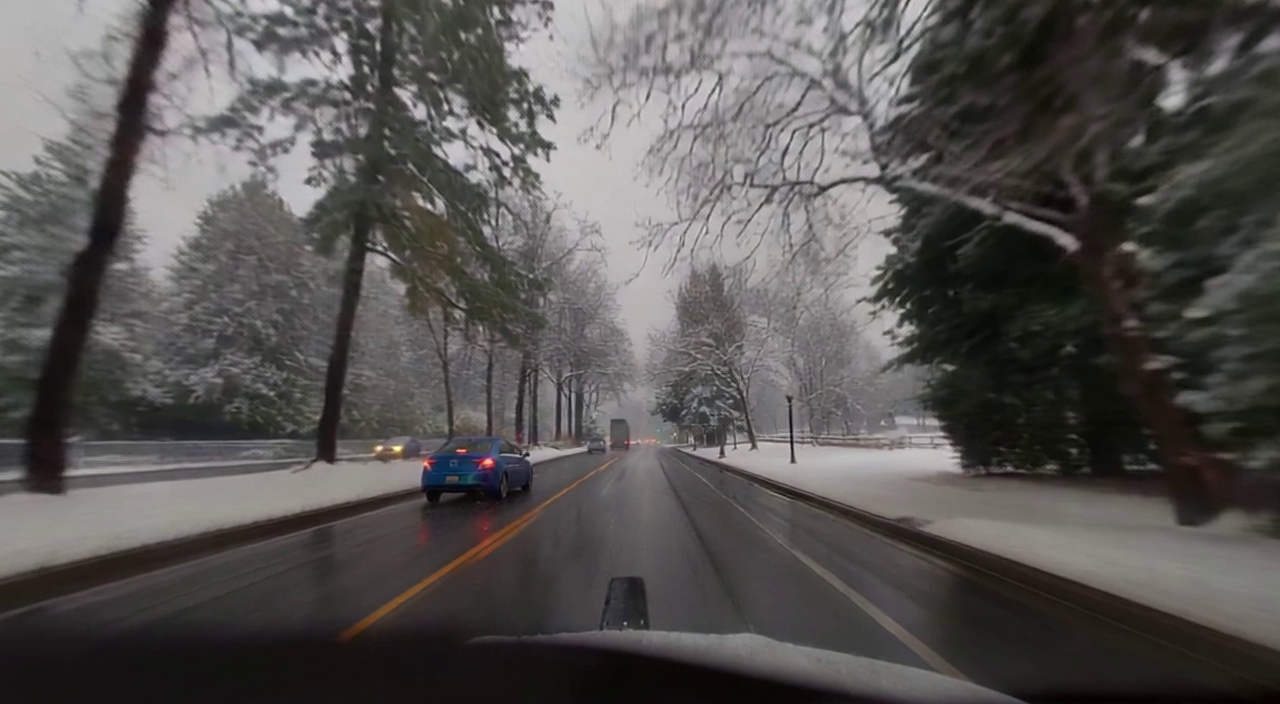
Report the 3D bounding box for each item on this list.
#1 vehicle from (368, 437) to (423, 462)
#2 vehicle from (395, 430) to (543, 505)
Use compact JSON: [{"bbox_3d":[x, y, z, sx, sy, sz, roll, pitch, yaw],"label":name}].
[{"bbox_3d":[-17.595,7.041,45.637,2.016,1.742,4.660,0,-8,1],"label":"vehicle"},{"bbox_3d":[-3.688,2.588,14.574,2.033,1.454,4.512,0,-8,2],"label":"vehicle"}]
